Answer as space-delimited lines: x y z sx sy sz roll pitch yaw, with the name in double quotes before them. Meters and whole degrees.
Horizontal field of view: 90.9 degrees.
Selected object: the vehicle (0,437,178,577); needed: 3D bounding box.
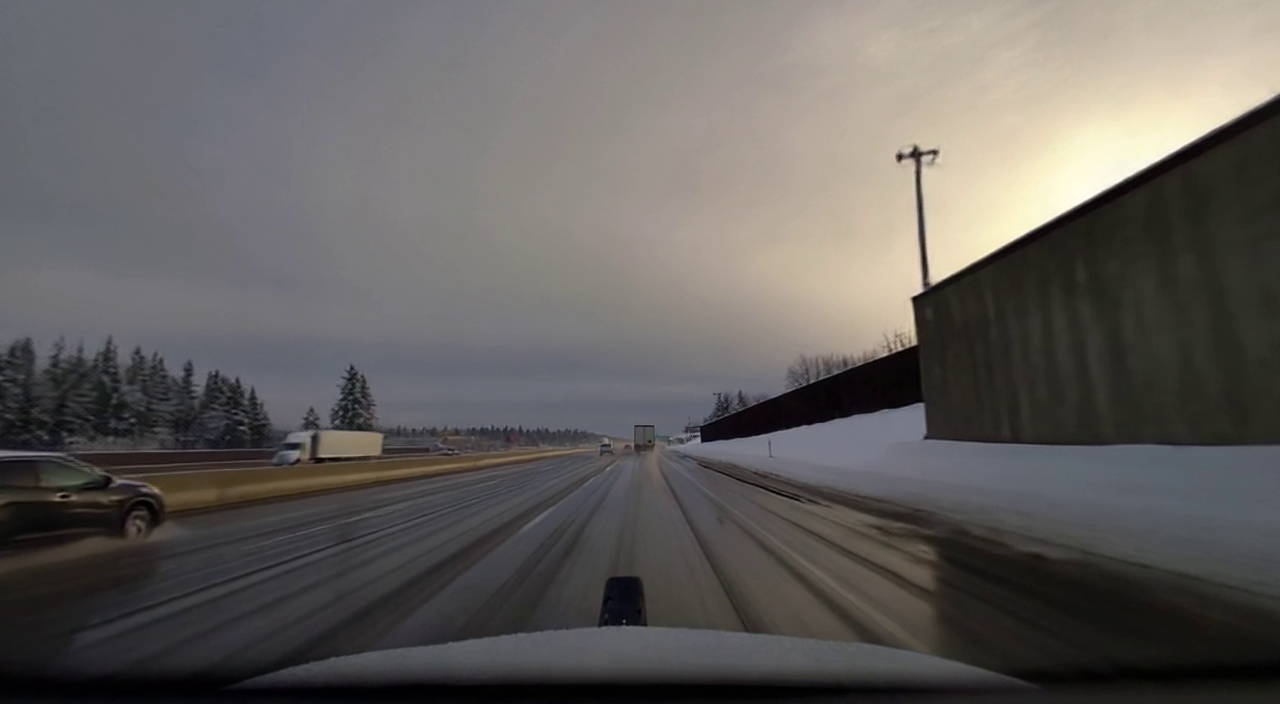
"vehicle" -7.768 1.679 6.904 1.979 1.470 4.485 0 -8 1
